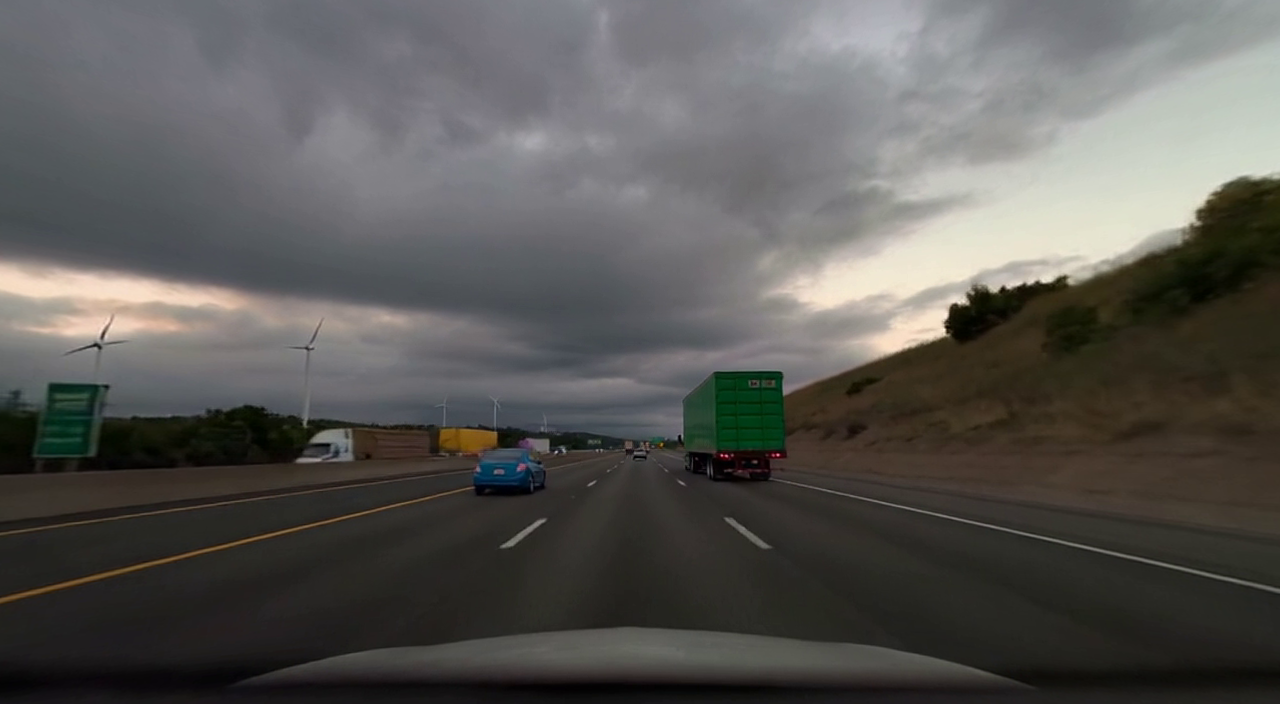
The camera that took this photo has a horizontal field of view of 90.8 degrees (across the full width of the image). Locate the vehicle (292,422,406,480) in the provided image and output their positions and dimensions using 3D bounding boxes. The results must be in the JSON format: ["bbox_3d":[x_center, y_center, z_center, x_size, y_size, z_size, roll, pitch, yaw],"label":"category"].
[{"bbox_3d":[-19.000,6.625,42.155,2.949,3.398,9.439,0,-9,1],"label":"vehicle"}]

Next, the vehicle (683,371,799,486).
[{"bbox_3d":[3.984,3.708,28.946,2.947,3.989,13.568,0,-9,-1],"label":"vehicle"}]

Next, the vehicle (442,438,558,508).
[{"bbox_3d":[-3.364,2.993,15.991,1.952,1.521,4.095,0,-9,1],"label":"vehicle"}]

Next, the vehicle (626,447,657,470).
[{"bbox_3d":[0.064,7.040,41.819,1.931,1.453,3.695,0,-9,-1],"label":"vehicle"}]
